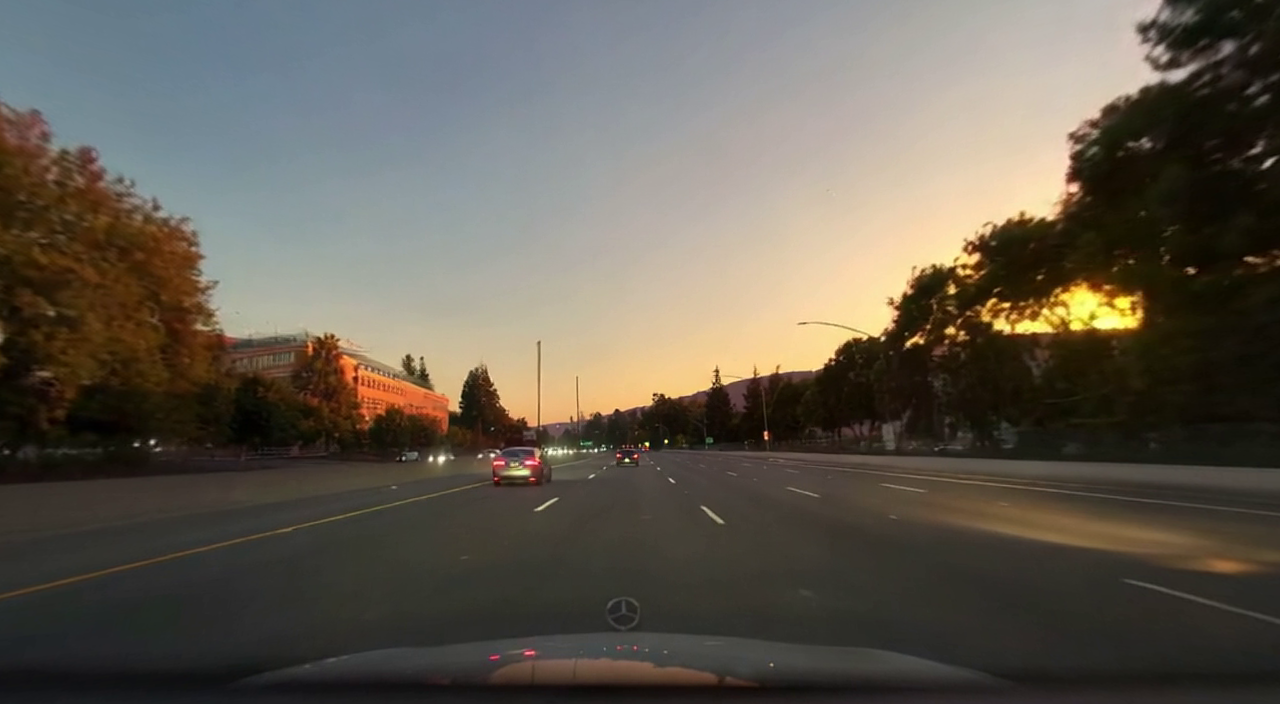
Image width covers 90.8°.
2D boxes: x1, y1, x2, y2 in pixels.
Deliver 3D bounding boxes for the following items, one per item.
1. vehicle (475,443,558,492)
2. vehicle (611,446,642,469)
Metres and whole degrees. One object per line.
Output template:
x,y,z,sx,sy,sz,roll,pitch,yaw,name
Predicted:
-4.030,3.839,21.438,1.886,1.465,4.625,0,-9,0,vehicle
-0.881,7.145,42.941,1.997,1.485,4.094,0,-9,-1,vehicle
